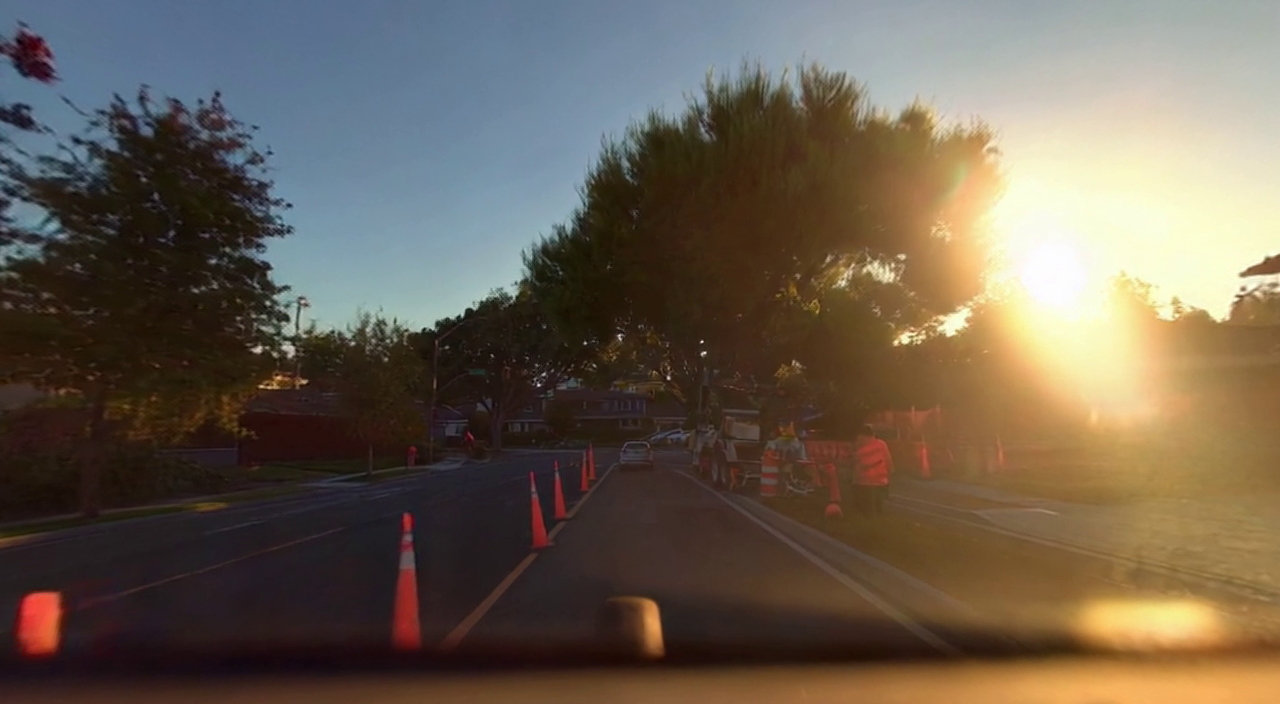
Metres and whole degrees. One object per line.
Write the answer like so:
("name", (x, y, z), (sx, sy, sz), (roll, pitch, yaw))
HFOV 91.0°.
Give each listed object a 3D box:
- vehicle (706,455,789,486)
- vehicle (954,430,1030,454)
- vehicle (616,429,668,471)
("vehicle", (3.418, 3.848, 20.601), (2.123, 0.883, 3.024), (0, -8, -1))
("vehicle", (24.450, 6.267, 43.767), (4.151, 1.429, 1.743), (-3, -8, 3))
("vehicle", (0.026, 4.348, 28.066), (2.151, 1.708, 4.084), (0, -8, -1))
